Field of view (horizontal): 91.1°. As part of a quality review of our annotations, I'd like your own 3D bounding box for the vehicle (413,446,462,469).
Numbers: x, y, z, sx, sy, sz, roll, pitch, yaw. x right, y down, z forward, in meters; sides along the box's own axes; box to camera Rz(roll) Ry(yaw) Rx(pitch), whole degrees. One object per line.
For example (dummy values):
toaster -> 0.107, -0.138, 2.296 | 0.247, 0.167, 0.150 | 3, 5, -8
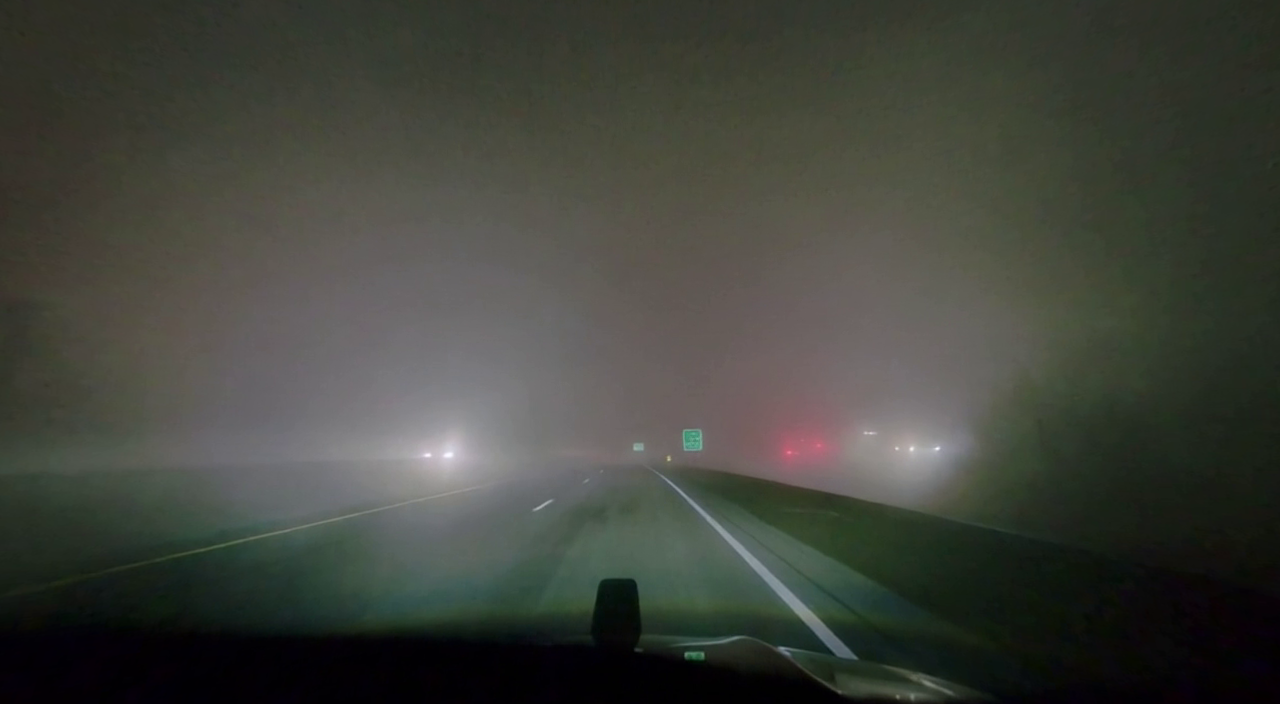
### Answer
vehicle -> -14.515, 7.569, 45.322 | 1.944, 1.508, 4.797 | 0, -9, -1
